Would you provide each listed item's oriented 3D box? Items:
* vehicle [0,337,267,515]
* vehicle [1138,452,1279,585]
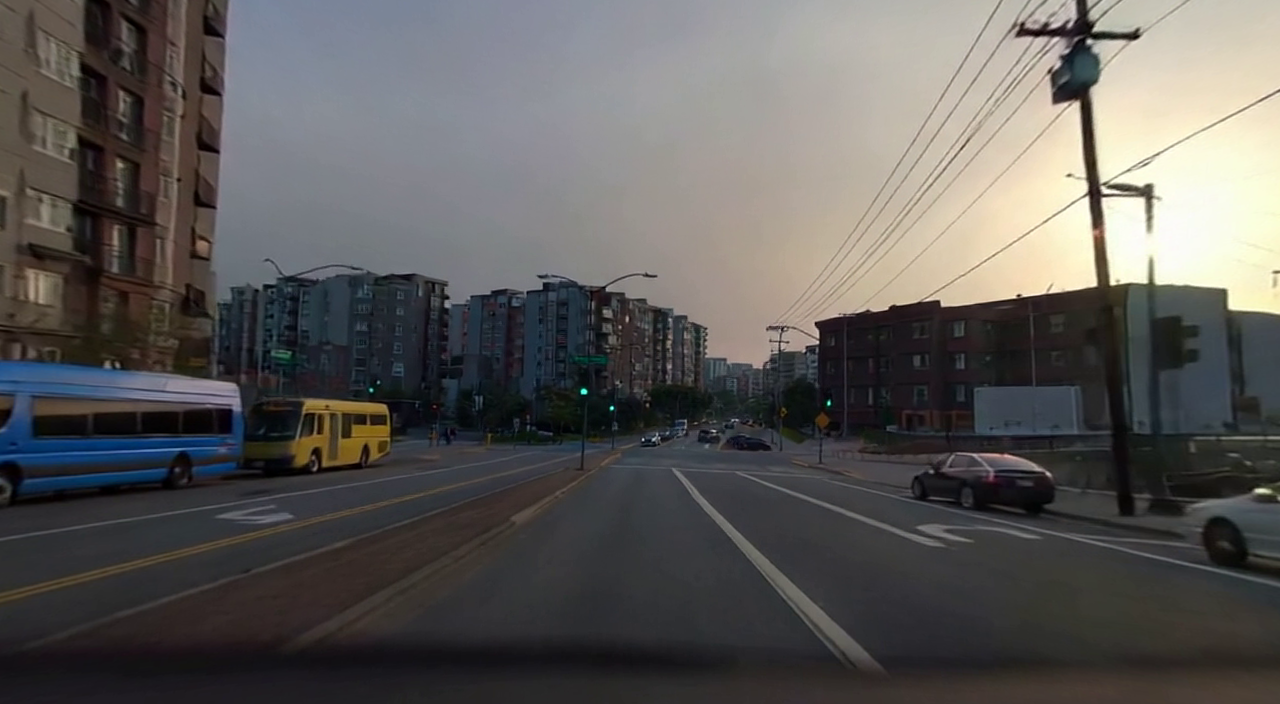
[{"bbox_3d":[-13.549,1.886,15.130,3.060,3.307,9.997,0,-9,0],"label":"vehicle"},{"bbox_3d":[8.248,1.858,6.859,1.914,1.473,4.507,0,-9,-1],"label":"vehicle"}]
